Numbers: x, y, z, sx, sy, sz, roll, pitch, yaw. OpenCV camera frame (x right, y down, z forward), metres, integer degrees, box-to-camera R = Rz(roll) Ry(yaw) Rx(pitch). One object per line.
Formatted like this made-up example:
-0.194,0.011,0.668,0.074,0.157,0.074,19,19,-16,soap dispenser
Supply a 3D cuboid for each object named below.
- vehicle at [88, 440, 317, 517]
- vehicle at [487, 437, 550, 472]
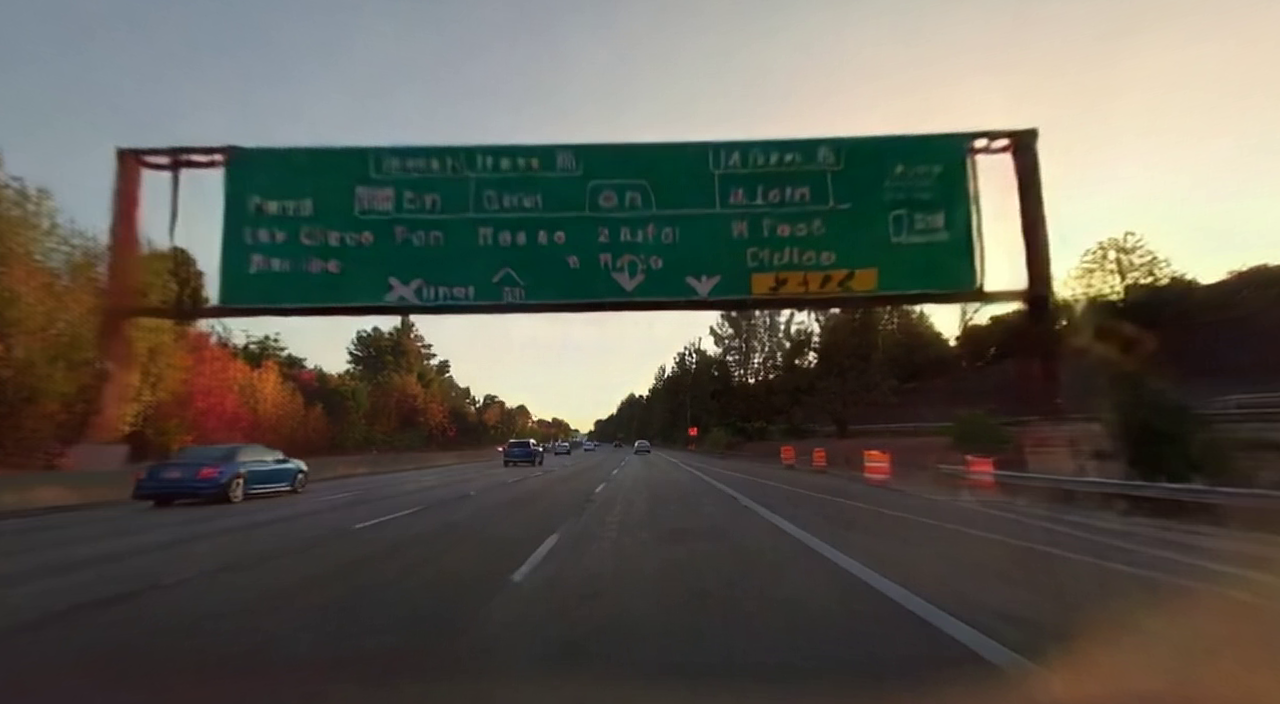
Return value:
-9.960,2.885,14.939,2.122,1.511,4.576,0,-9,0,vehicle
-6.428,5.475,33.794,2.402,1.733,4.512,0,-9,1,vehicle
